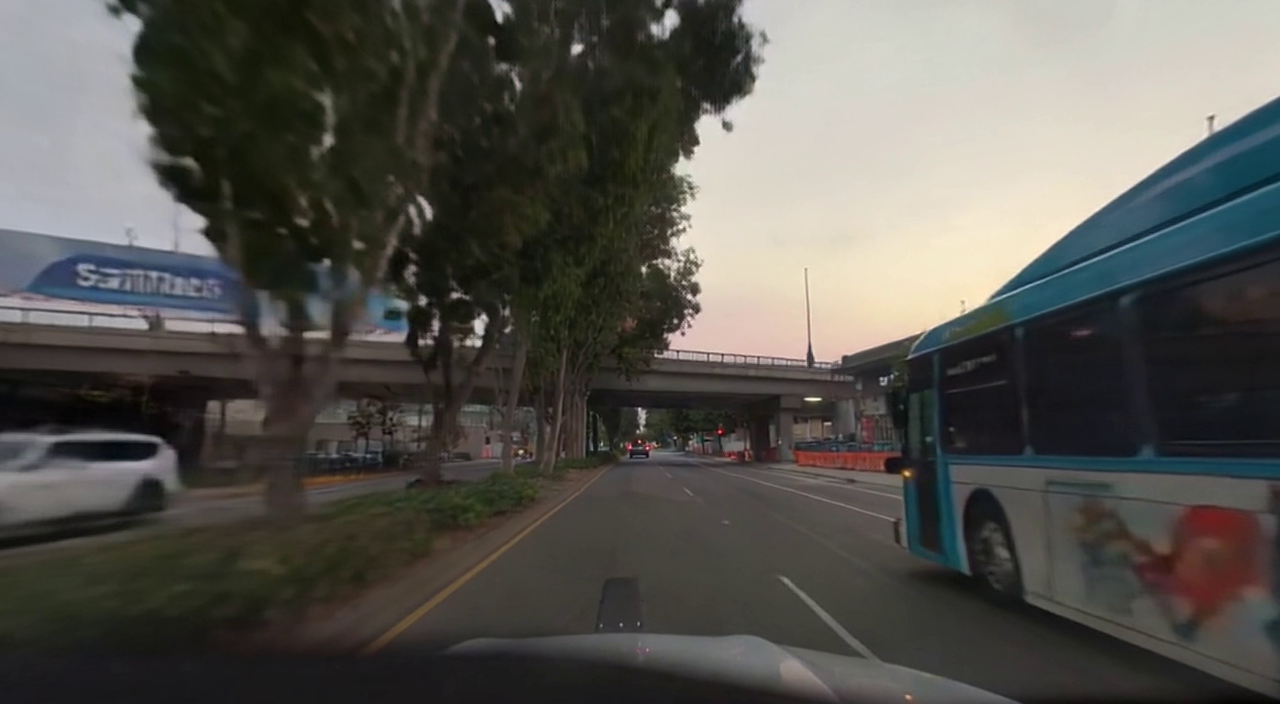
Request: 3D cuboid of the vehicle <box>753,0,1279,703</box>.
[{"bbox_3d":[4.015,0.583,5.430,3.043,3.162,13.806,0,-9,-2],"label":"vehicle"}]
